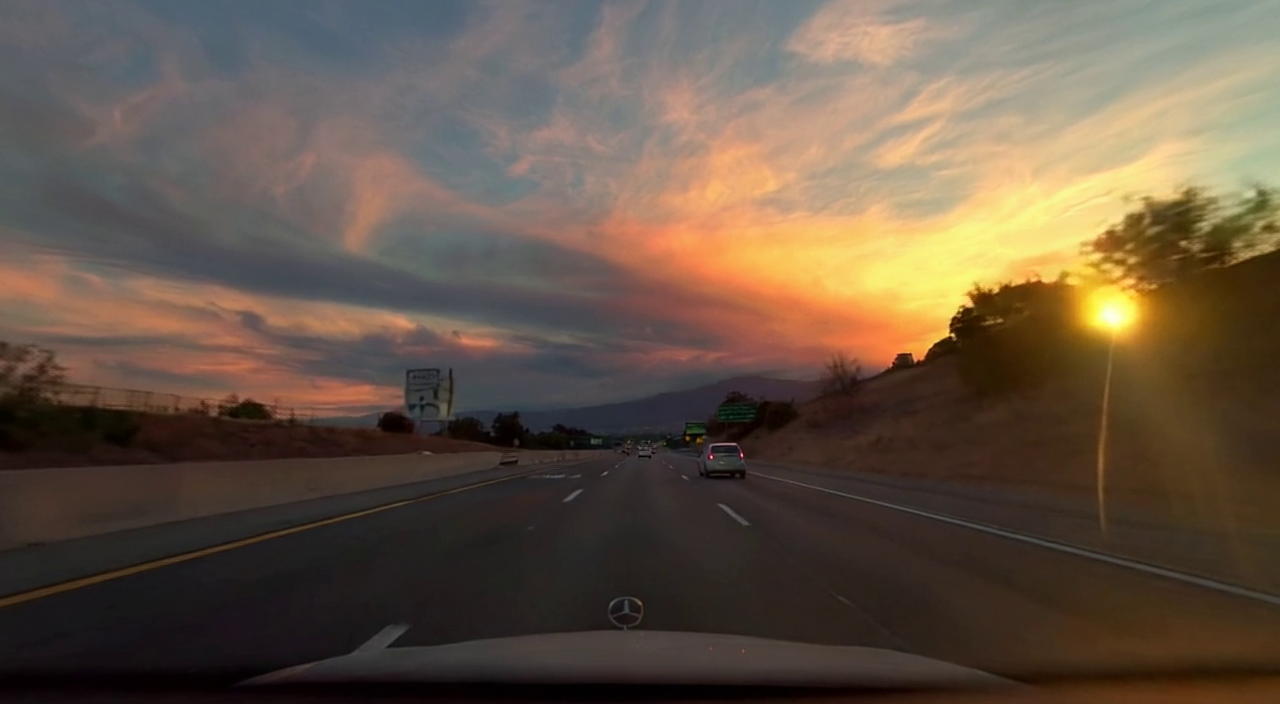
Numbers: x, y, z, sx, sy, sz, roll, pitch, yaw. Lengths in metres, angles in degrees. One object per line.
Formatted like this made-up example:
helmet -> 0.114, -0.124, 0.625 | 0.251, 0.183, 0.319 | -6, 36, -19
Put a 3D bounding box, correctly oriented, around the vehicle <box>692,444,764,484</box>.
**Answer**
vehicle -> 3.430, 4.470, 25.580 | 2.193, 1.462, 4.533 | 0, -8, -1
